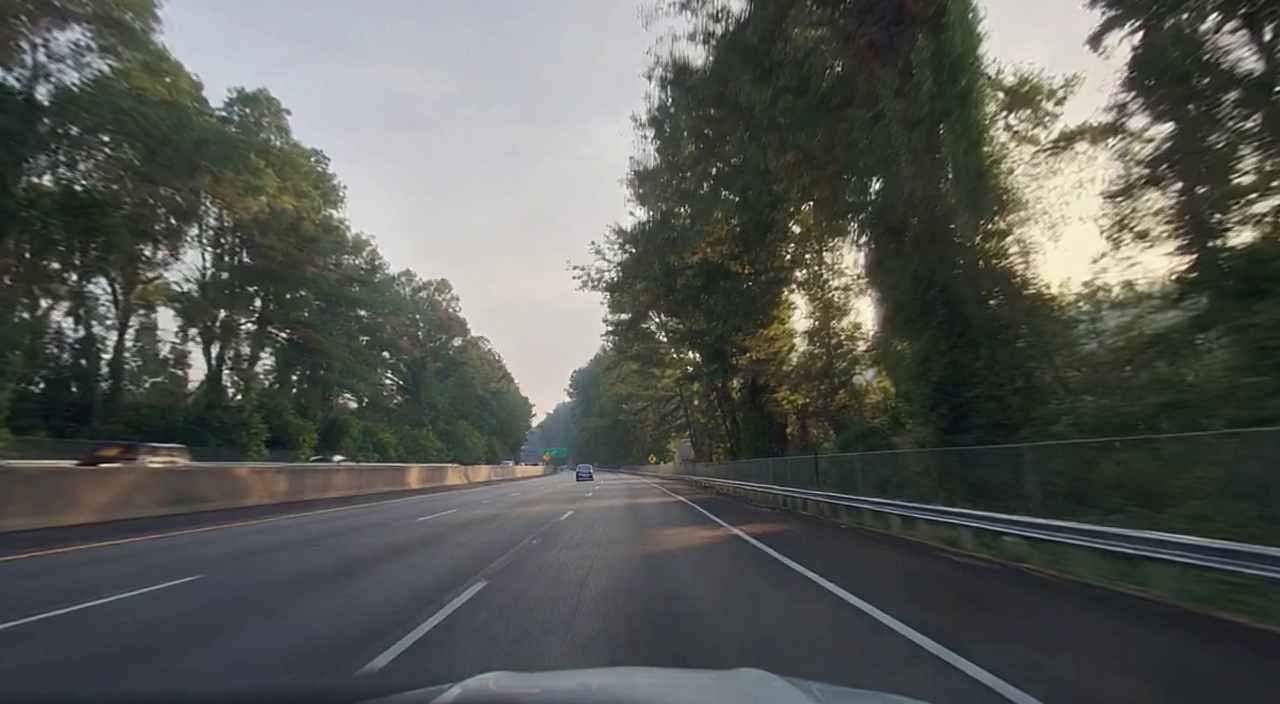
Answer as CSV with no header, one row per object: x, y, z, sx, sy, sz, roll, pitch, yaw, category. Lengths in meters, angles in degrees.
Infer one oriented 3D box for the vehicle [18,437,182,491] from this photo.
-16.464,3.481,19.489,1.763,1.473,3.681,1,-11,-1,vehicle

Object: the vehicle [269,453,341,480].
-20.060,6.889,37.934,1.866,1.508,4.531,1,-11,-1,vehicle
